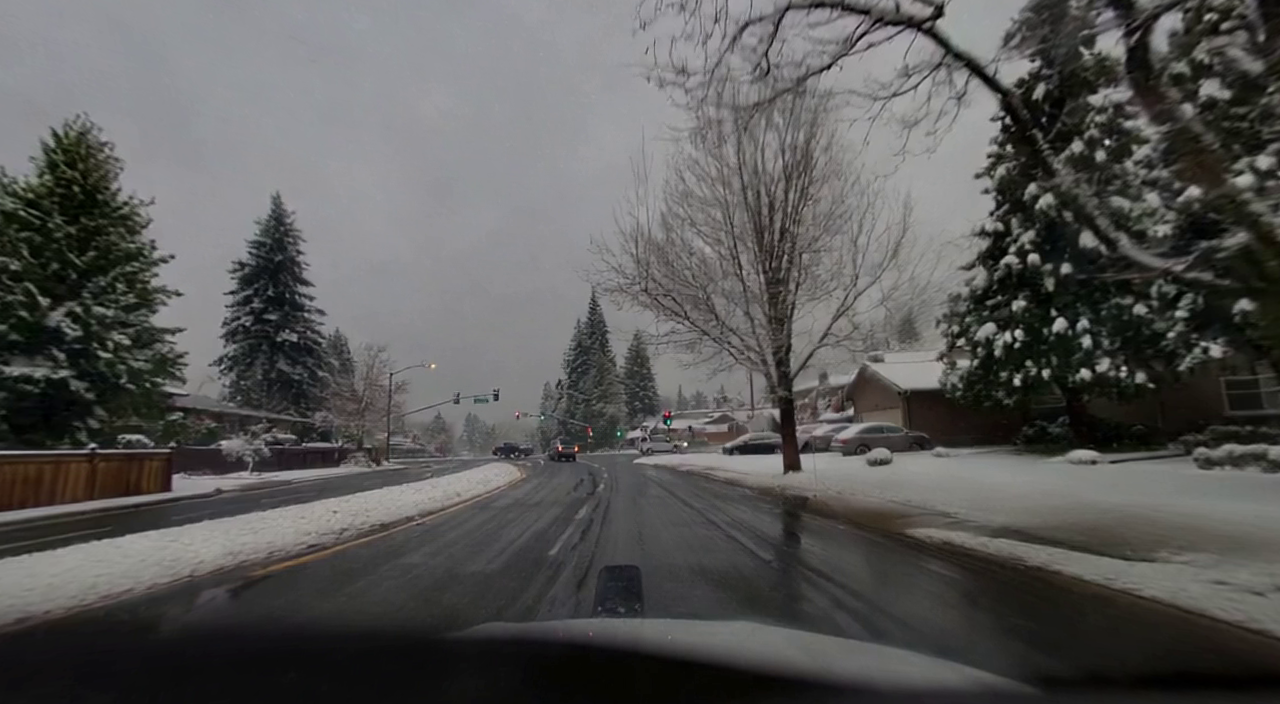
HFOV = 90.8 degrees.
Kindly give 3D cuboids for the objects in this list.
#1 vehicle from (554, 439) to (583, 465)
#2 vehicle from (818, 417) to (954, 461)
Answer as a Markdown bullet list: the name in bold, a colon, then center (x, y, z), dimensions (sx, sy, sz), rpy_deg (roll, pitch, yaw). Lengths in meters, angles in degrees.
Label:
- **vehicle**: center (-5.503, 7.566, 47.897), dimensions (2.041, 1.834, 4.679), rpy_deg (1, -9, -8)
- **vehicle**: center (9.724, 3.482, 25.234), dimensions (4.590, 1.648, 1.876), rpy_deg (0, -9, -3)
